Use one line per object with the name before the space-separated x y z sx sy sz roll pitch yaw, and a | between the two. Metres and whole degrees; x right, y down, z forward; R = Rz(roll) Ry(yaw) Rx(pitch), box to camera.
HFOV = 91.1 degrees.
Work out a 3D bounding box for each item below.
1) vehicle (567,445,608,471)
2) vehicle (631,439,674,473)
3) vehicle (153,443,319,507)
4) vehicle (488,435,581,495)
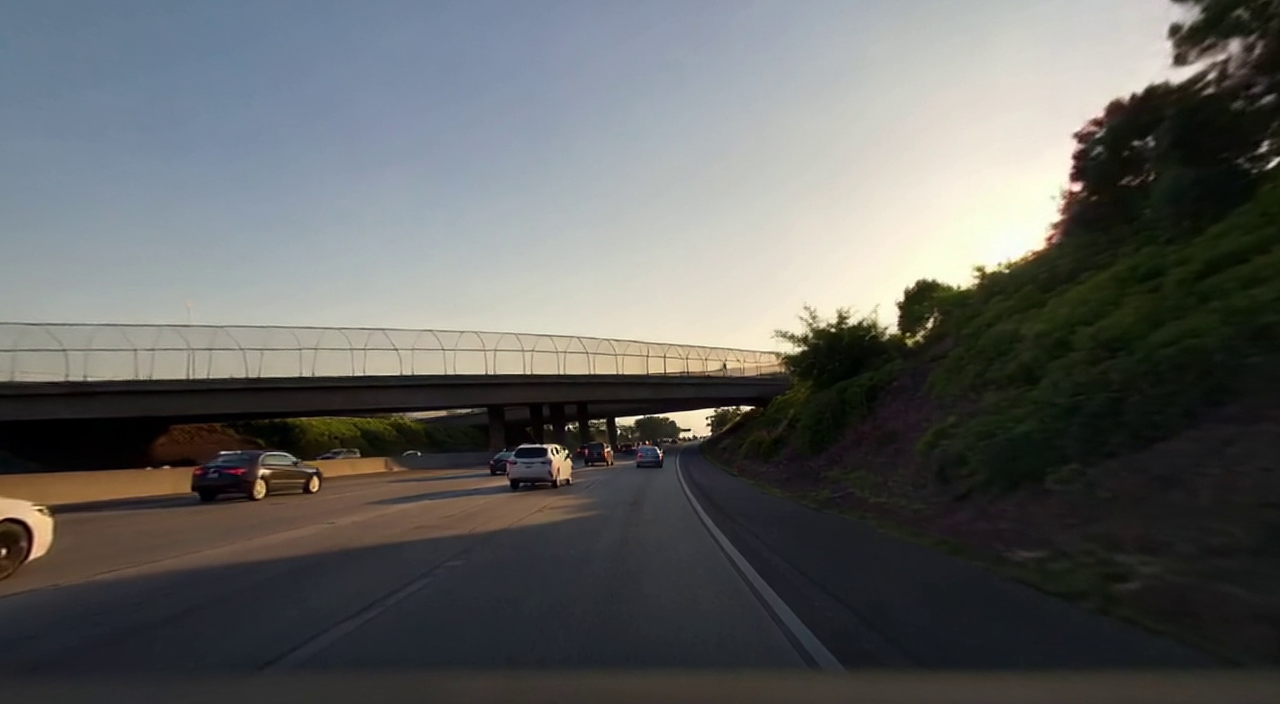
vehicle | -3.230 6.593 39.169 1.997 1.490 4.471 0 -8 2
vehicle | 0.700 5.560 33.695 2.160 1.678 4.178 0 -8 2
vehicle | -11.716 3.539 18.643 1.954 1.640 4.339 0 -8 1
vehicle | -3.335 3.672 20.821 2.161 1.759 4.482 0 -8 2
